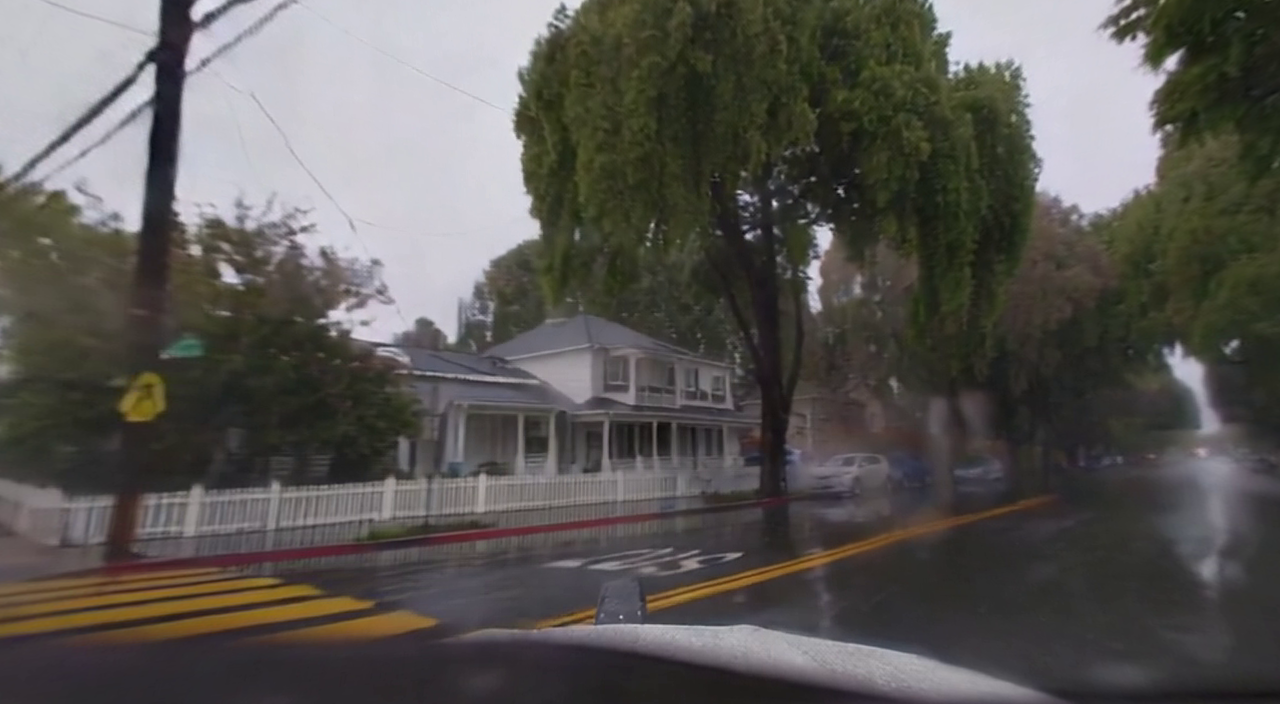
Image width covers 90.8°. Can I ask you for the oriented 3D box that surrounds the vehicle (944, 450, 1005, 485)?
[{"bbox_3d":[18.966,6.466,35.758,1.970,1.785,4.274,-7,-11,41],"label":"vehicle"}]

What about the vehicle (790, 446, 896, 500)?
[{"bbox_3d":[7.622,4.424,23.505,1.975,1.775,4.509,-7,-11,42],"label":"vehicle"}]

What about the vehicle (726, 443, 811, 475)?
[{"bbox_3d":[7.530,6.264,37.268,4.492,1.725,2.033,-6,-11,38],"label":"vehicle"}]

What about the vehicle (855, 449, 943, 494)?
[{"bbox_3d":[11.241,5.070,27.250,1.913,1.723,4.318,-8,-12,44],"label":"vehicle"}]
